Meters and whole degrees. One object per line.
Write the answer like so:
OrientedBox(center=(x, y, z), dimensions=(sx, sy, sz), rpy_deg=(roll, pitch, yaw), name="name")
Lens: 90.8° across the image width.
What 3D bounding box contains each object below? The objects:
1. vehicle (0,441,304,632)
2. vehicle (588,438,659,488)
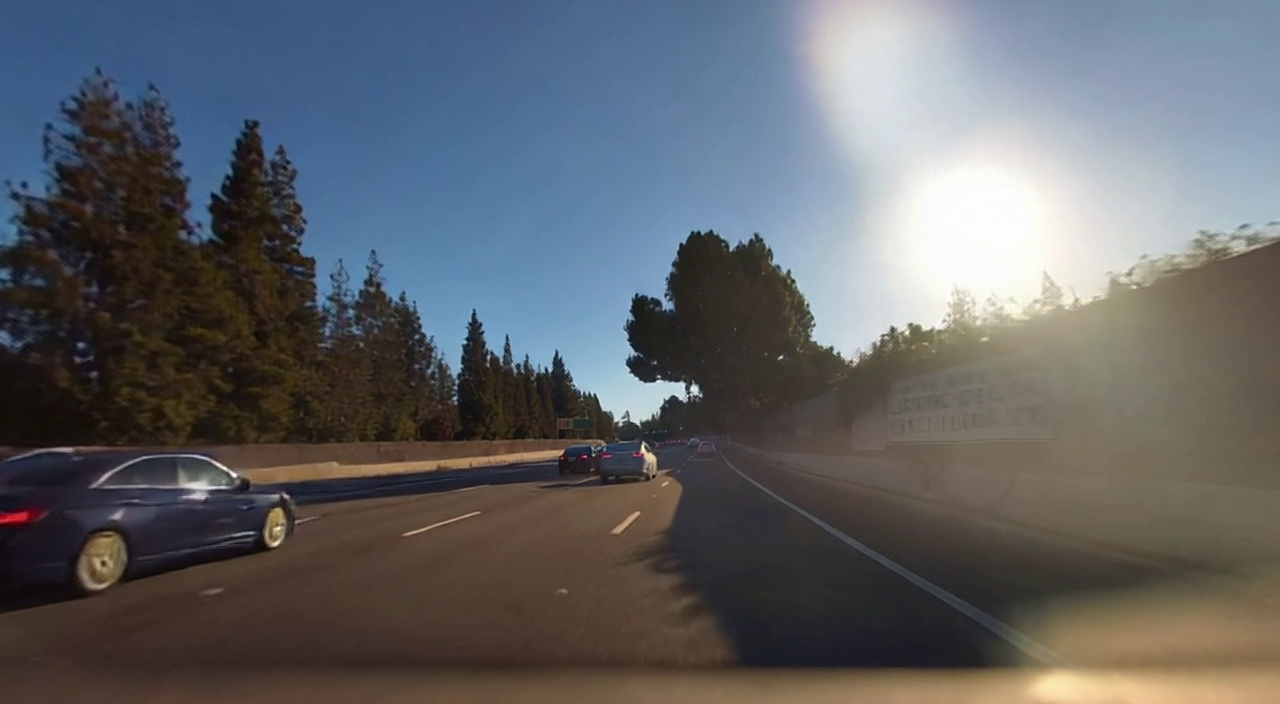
OrientedBox(center=(-5.841, 1.650, 6.423), dimensions=(1.981, 1.460, 4.792), rpy_deg=(0, -8, 4), name="vehicle")
OrientedBox(center=(-0.475, 4.011, 23.202), dimensions=(2.082, 1.638, 4.644), rpy_deg=(-1, -8, 5), name="vehicle")
